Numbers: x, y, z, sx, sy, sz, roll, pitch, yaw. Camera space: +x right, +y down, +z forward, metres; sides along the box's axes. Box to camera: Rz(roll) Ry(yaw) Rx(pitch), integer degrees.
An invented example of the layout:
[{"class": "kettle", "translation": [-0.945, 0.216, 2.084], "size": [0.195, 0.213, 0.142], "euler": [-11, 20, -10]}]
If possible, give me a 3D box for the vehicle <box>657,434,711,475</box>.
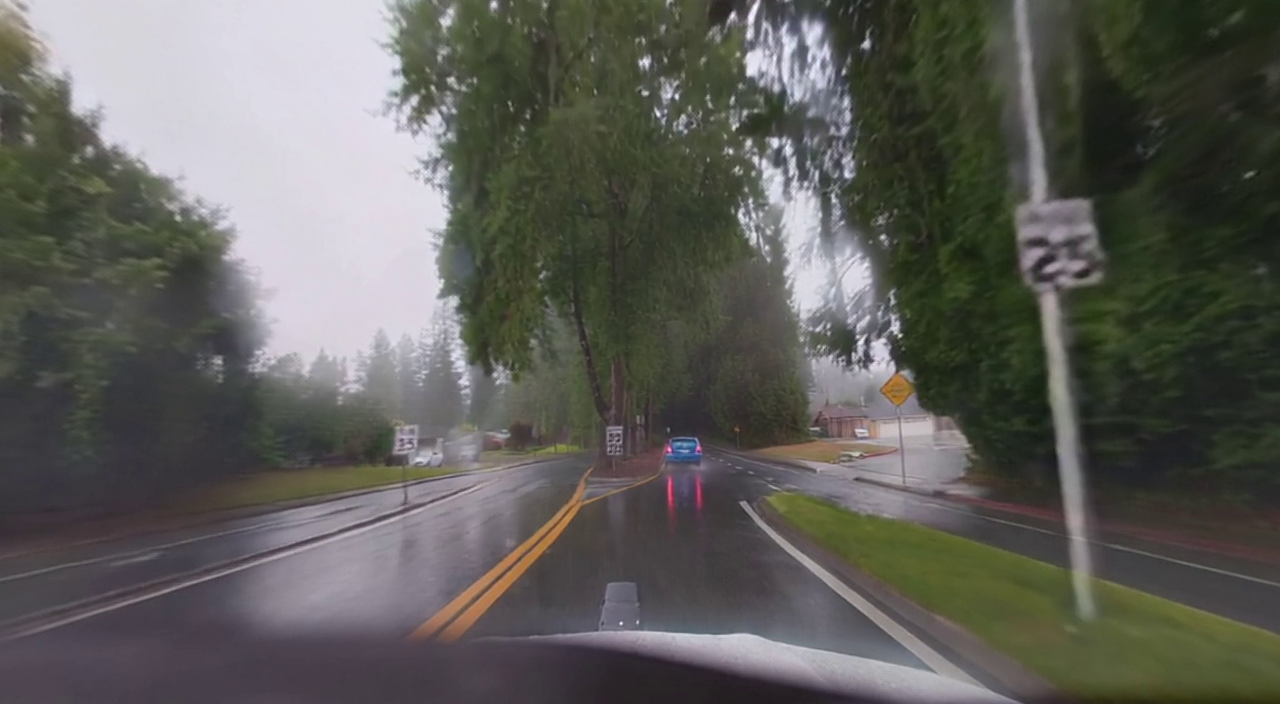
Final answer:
[{"class": "vehicle", "translation": [1.991, 4.581, 28.487], "size": [2.216, 1.708, 4.110], "euler": [-1, -8, 4]}]
